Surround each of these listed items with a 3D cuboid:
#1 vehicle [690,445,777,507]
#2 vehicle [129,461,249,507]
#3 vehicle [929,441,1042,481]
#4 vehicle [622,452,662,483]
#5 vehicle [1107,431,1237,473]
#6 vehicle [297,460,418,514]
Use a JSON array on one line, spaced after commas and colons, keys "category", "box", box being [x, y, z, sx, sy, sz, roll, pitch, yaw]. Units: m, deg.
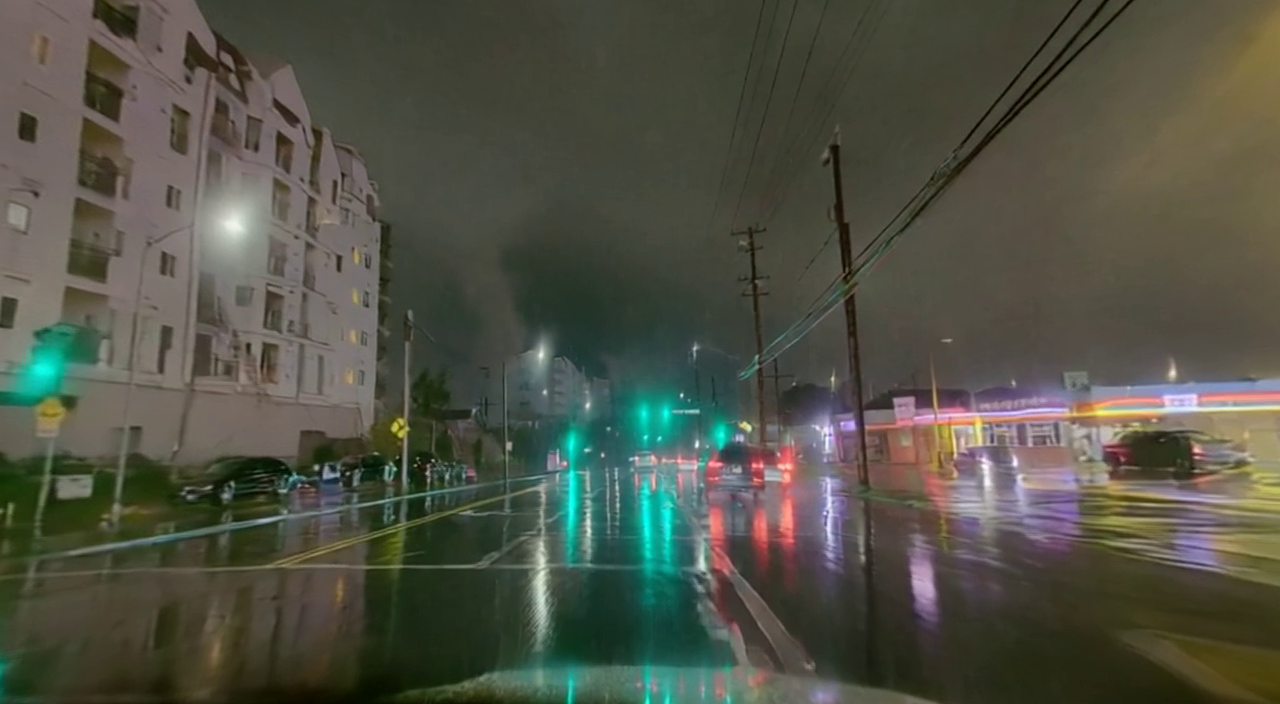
[{"category": "vehicle", "box": [2.701, 3.672, 19.231, 1.945, 1.647, 4.160, 0, -8, -1]}, {"category": "vehicle", "box": [-17.196, 5.023, 24.157, 3.631, 1.452, 1.610, -3, -4, 8]}, {"category": "vehicle", "box": [14.063, 4.449, 26.080, 1.846, 1.480, 4.649, 0, -8, -2]}, {"category": "vehicle", "box": [0.101, 6.155, 33.923, 1.999, 1.487, 3.939, 0, -8, 0]}, {"category": "vehicle", "box": [21.484, 4.056, 25.758, 1.856, 1.530, 3.933, -1, -8, 1]}, {"category": "vehicle", "box": [-9.150, 4.378, 20.930, 1.859, 1.451, 4.447, -1, -8, 1]}]
